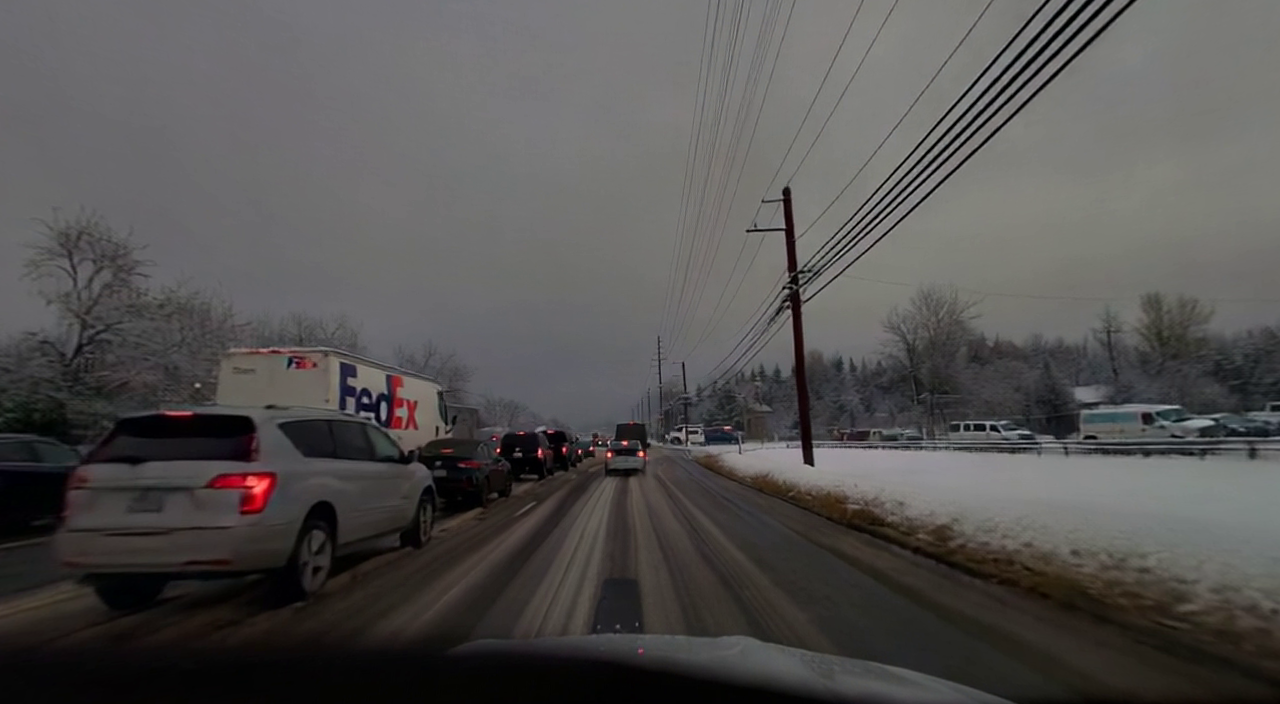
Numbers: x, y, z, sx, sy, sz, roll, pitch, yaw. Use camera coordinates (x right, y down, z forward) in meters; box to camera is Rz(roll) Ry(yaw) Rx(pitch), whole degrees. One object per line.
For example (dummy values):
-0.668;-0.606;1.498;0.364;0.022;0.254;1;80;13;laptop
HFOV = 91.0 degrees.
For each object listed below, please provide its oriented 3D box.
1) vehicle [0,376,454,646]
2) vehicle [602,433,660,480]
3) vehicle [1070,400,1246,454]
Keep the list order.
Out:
-3.871;1.419;6.724;2.263;1.803;4.868;0;-8;0;vehicle
-0.372;4.024;24.546;2.055;1.671;4.147;0;-8;-1;vehicle
32.607;4.786;39.820;8.848;3.271;2.774;0;-9;-5;vehicle
